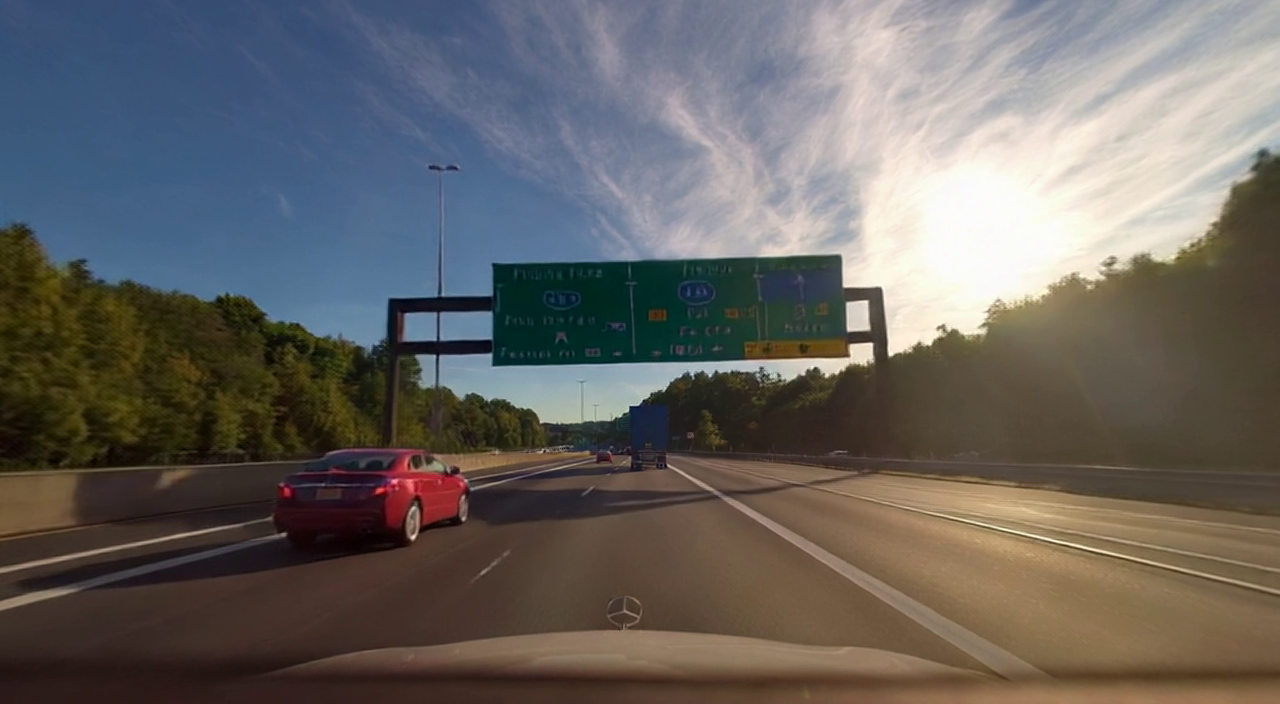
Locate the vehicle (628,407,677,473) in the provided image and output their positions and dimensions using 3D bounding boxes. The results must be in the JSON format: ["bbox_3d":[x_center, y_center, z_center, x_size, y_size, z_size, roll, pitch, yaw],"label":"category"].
[{"bbox_3d":[0.767,6.217,44.245,3.022,4.072,10.318,0,-9,0],"label":"vehicle"}]

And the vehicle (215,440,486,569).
[{"bbox_3d":[-3.880,2.095,9.529,1.931,1.466,4.458,0,-9,1],"label":"vehicle"}]
